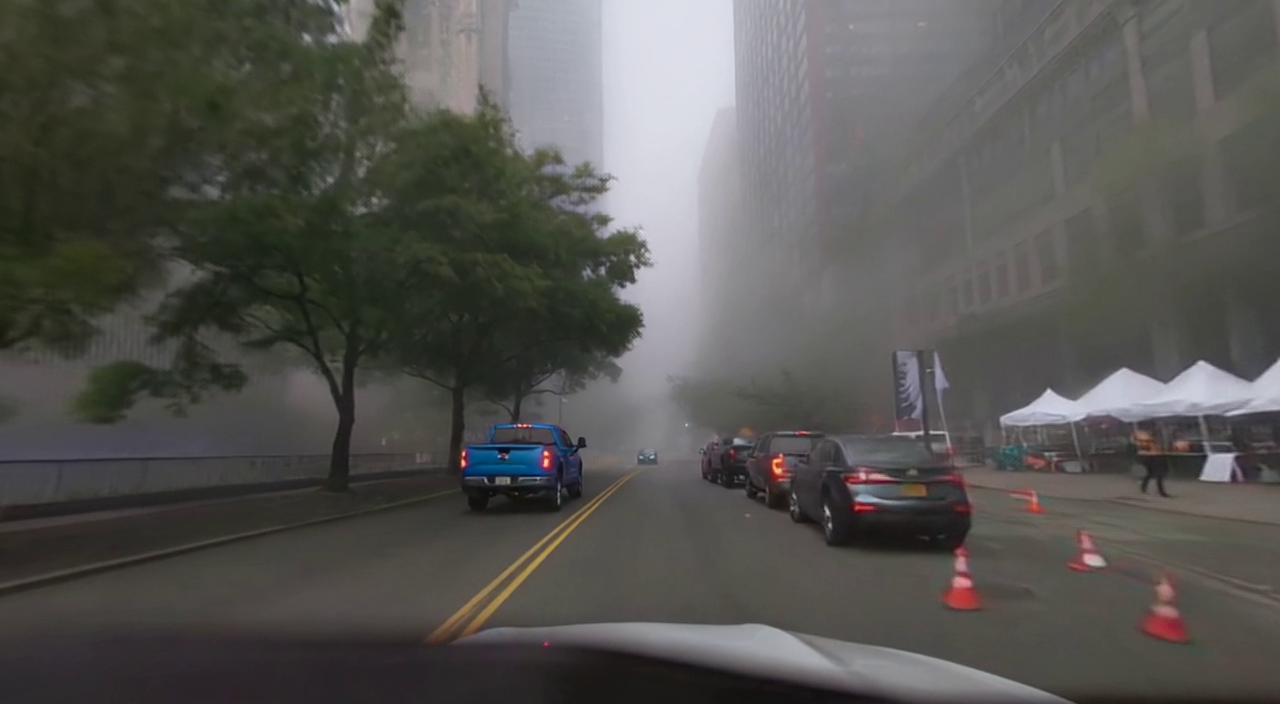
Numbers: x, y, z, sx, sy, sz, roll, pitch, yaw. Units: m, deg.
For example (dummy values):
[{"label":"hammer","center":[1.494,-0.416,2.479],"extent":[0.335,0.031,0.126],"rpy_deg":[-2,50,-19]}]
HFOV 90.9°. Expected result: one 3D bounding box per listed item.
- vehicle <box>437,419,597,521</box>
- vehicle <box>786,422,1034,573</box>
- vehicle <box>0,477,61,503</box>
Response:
[{"label":"vehicle","center":[-2.589,2.719,15.145],"extent":[2.452,1.954,5.653],"rpy_deg":[-1,-9,3]},{"label":"vehicle","center":[3.417,1.907,9.035],"extent":[2.023,1.607,4.225],"rpy_deg":[-1,-9,6]},{"label":"vehicle","center":[-46.983,10.440,47.936],"extent":[1.813,1.628,4.573],"rpy_deg":[1,-9,-6]}]
